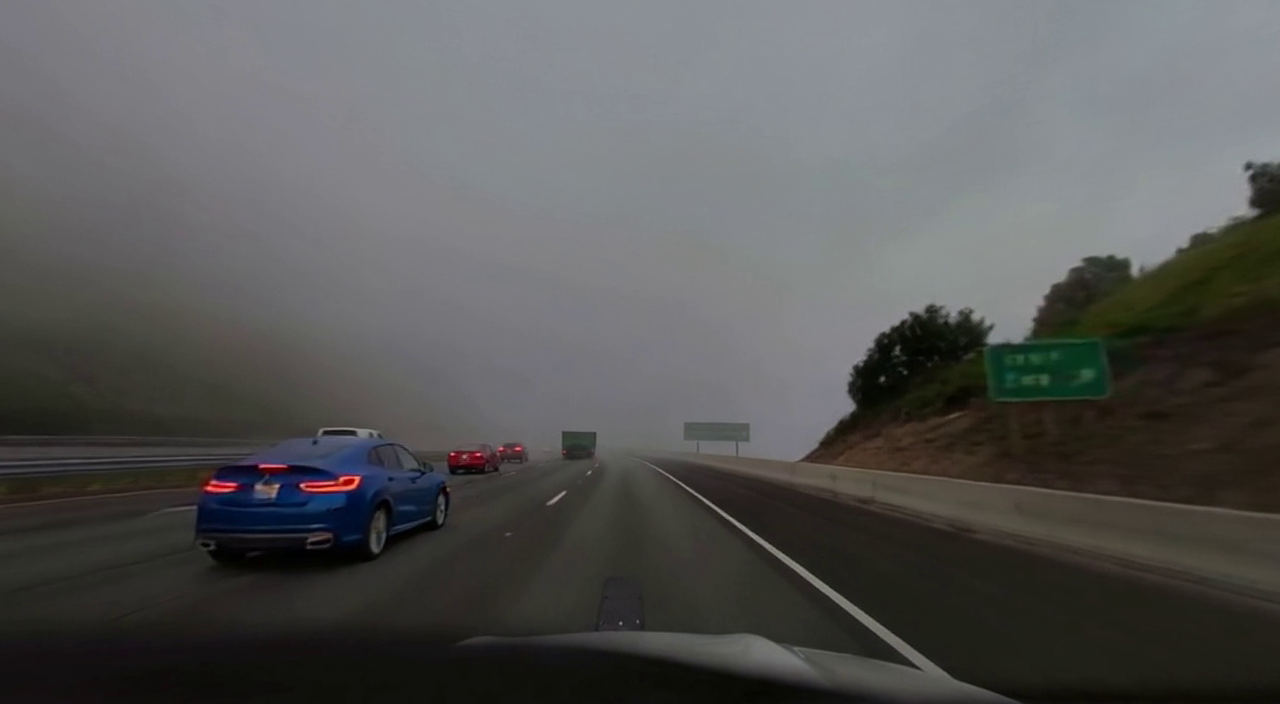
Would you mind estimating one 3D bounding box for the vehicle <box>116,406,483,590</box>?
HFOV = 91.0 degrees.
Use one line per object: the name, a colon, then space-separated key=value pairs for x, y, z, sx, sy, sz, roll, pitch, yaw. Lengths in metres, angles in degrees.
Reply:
vehicle: x=-3.761 y=1.716 z=8.267 sx=2.180 sy=1.685 sz=4.668 roll=1 pitch=-9 yaw=0
